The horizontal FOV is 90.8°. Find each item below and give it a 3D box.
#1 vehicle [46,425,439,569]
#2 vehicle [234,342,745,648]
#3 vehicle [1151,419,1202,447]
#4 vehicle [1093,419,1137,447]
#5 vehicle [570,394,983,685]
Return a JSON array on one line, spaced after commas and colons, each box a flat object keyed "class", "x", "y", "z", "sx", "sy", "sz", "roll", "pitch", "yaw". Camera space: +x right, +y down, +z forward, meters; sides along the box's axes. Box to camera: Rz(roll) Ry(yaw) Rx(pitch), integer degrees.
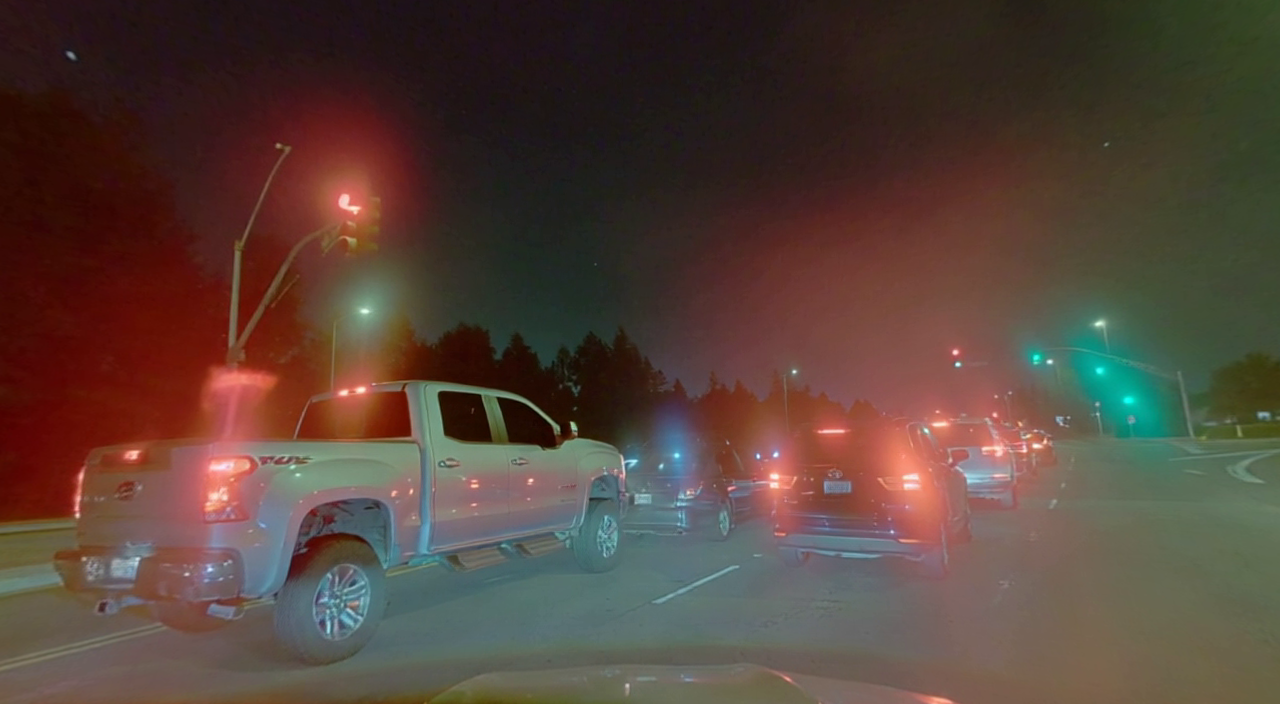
[{"class": "vehicle", "x": -5.948, "y": 2.127, "z": 10.193, "sx": 1.982, "sy": 1.712, "sz": 4.862, "roll": -6, "pitch": -10, "yaw": 35}, {"class": "vehicle", "x": -0.872, "y": 1.405, "z": 7.460, "sx": 2.272, "sy": 2.016, "sz": 6.146, "roll": -5, "pitch": -10, "yaw": 28}, {"class": "vehicle", "x": 35.862, "y": 5.470, "z": 42.275, "sx": 2.183, "sy": 1.714, "sz": 4.491, "roll": -6, "pitch": -11, "yaw": 36}, {"class": "vehicle", "x": 32.845, "y": 5.669, "z": 43.737, "sx": 2.160, "sy": 1.790, "sz": 4.303, "roll": -6, "pitch": -10, "yaw": 35}, {"class": "vehicle", "x": 1.711, "y": 1.375, "z": 5.985, "sx": 2.027, "sy": 1.549, "sz": 4.801, "roll": -6, "pitch": -10, "yaw": 35}]
